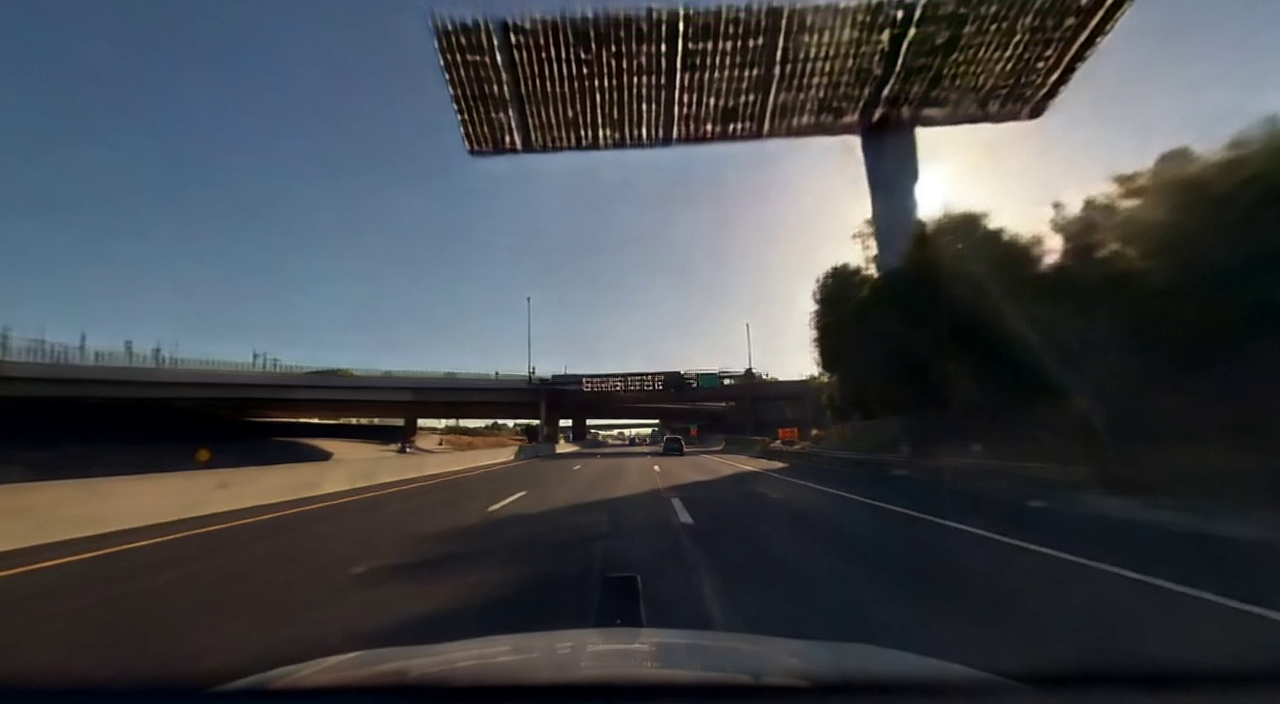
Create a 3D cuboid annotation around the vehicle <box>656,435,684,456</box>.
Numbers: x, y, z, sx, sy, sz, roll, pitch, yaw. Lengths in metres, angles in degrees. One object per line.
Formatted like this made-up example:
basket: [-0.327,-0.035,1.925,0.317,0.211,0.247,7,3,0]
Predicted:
vehicle: [2.264,7.158,48.199,1.946,1.481,3.969,0,-8,0]
